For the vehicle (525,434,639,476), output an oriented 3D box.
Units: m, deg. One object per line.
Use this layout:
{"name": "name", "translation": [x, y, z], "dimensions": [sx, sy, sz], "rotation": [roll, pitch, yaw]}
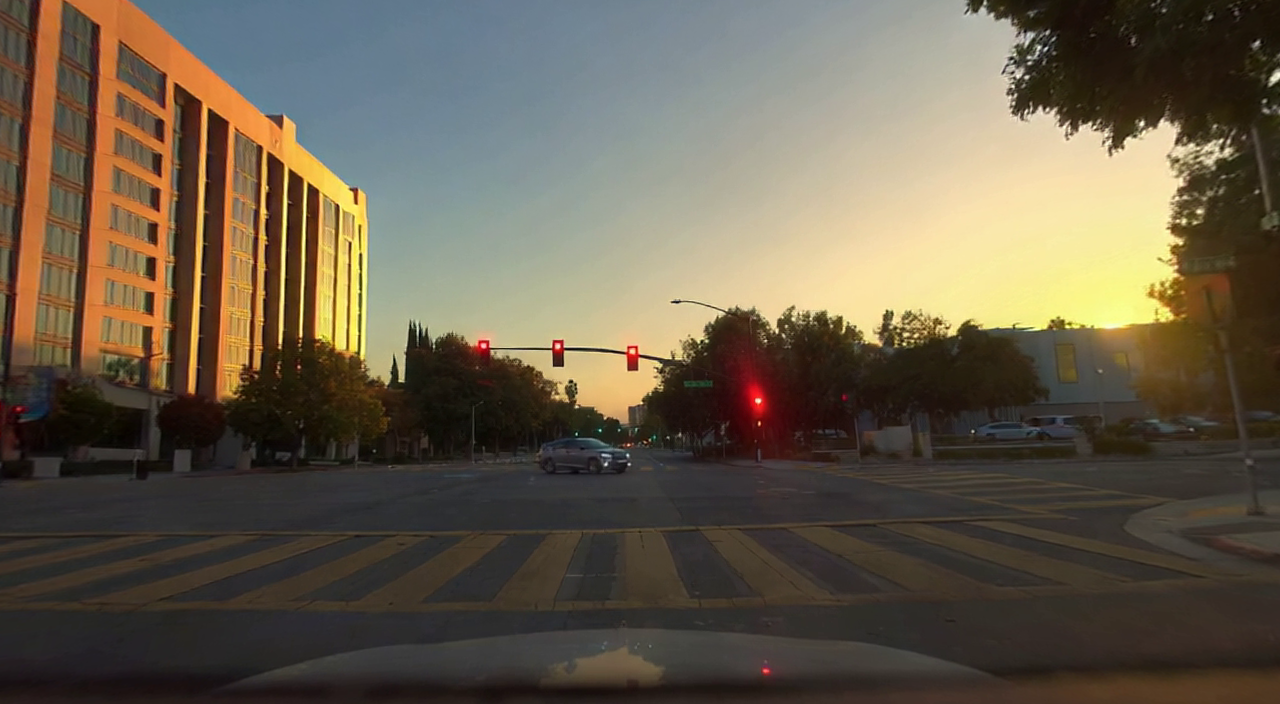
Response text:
{"name": "vehicle", "translation": [-2.857, 4.938, 30.468], "dimensions": [5.357, 1.814, 2.141], "rotation": [-6, -10, 36]}
